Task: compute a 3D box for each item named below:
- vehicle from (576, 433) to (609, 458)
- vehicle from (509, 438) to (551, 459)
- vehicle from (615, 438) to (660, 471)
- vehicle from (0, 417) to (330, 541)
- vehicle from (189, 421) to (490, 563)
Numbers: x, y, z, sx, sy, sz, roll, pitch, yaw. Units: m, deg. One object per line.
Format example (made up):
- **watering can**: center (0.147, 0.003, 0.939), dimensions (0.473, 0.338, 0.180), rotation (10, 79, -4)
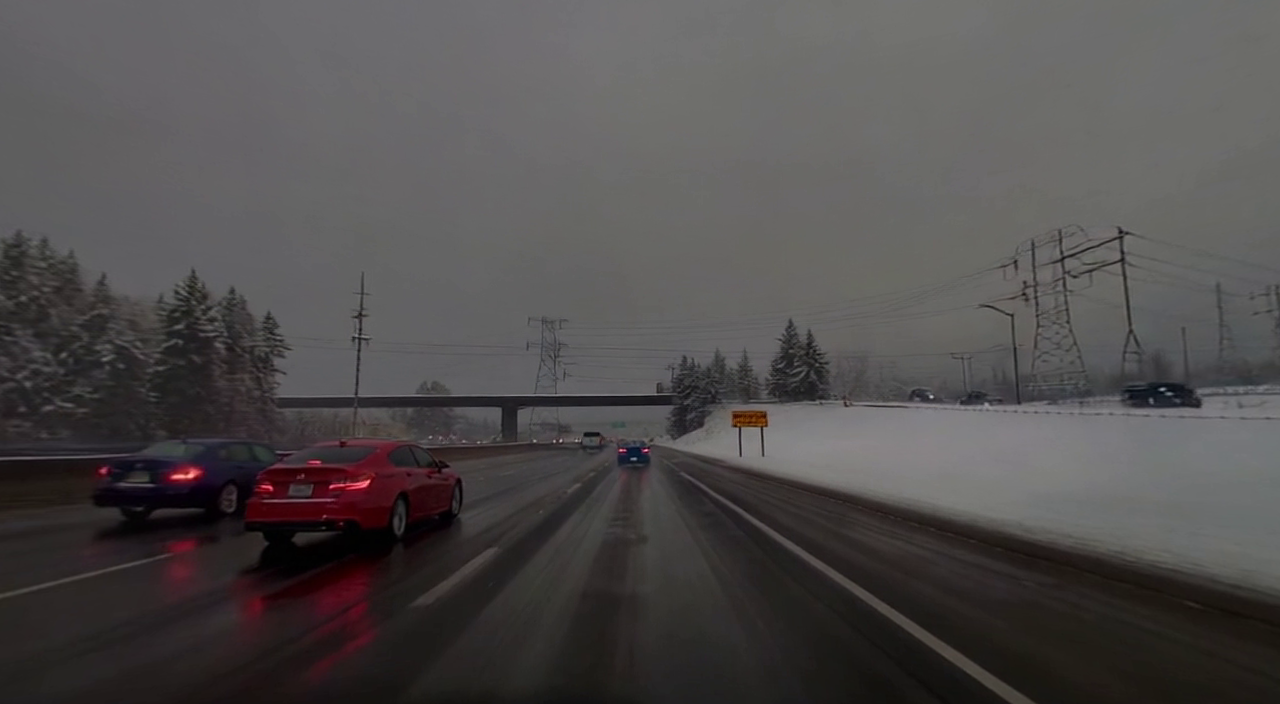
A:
- **vehicle**: center (-3.587, 7.107, 47.754), dimensions (2.174, 1.806, 3.932), rotation (0, -8, 1)
- **vehicle**: center (-7.916, 6.991, 45.563), dimensions (2.053, 1.486, 5.050), rotation (0, -8, 1)
- **vehicle**: center (-0.117, 4.812, 29.609), dimensions (1.954, 1.460, 3.983), rotation (0, -8, -1)
- **vehicle**: center (-7.481, 2.020, 10.664), dimensions (1.968, 1.614, 4.674), rotation (0, -8, 1)
- **vehicle**: center (-3.790, 1.846, 9.108), dimensions (2.035, 1.514, 4.600), rotation (0, -8, 1)
